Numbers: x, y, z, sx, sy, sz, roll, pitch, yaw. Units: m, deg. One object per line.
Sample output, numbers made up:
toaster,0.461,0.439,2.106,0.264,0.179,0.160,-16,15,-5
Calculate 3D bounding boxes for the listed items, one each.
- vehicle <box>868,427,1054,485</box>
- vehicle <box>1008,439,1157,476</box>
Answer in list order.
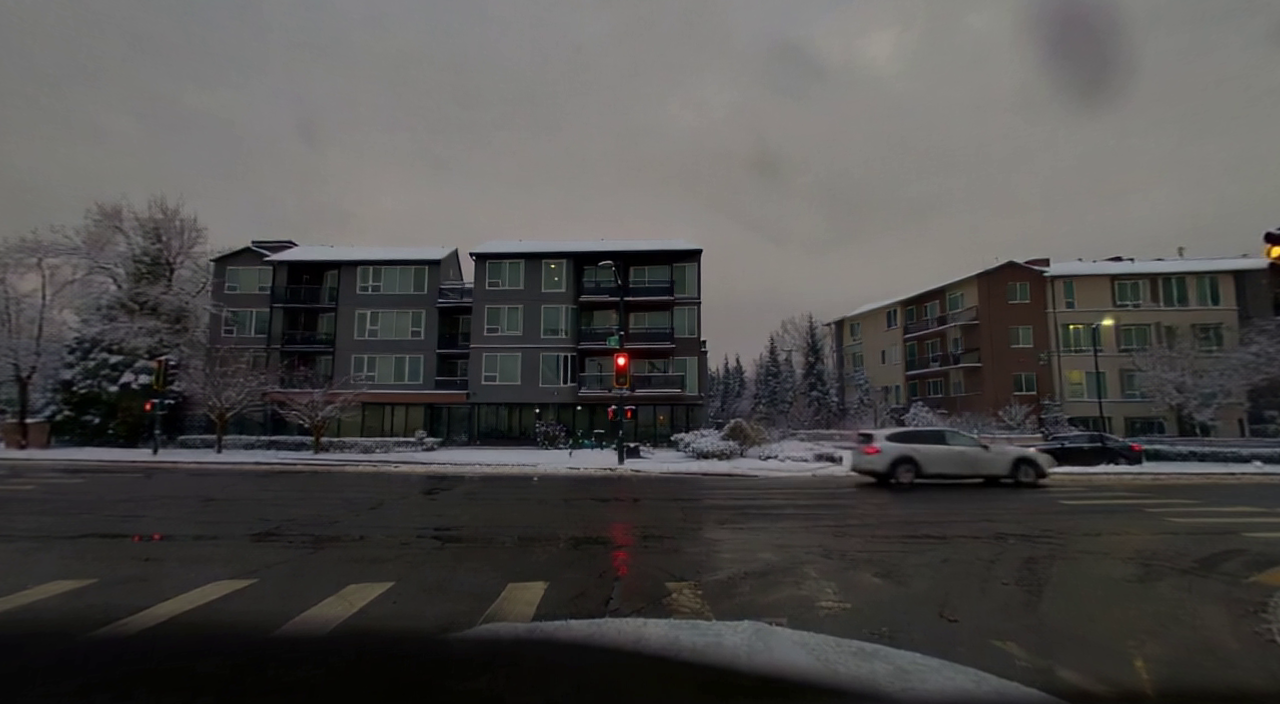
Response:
vehicle,10.464,3.428,20.867,4.980,1.792,2.042,0,-9,1
vehicle,18.606,4.456,26.687,4.823,1.458,1.914,0,-9,-1
